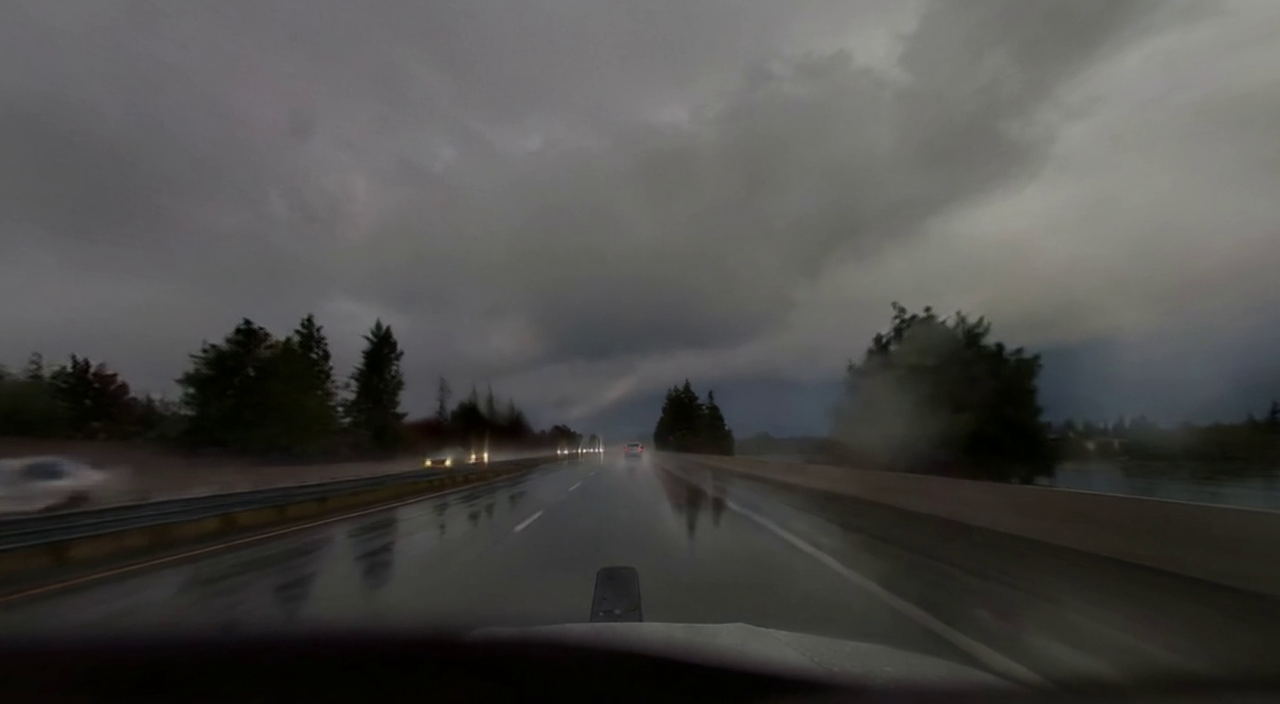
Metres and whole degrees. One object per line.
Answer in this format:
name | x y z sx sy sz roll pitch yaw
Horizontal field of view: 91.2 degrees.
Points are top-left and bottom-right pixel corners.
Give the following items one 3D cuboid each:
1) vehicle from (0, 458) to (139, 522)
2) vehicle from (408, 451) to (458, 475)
vehicle | -16.646 3.737 17.417 1.821 1.481 4.435 0 -9 -1
vehicle | -13.903 7.461 42.360 1.729 1.484 4.774 0 -9 -1
